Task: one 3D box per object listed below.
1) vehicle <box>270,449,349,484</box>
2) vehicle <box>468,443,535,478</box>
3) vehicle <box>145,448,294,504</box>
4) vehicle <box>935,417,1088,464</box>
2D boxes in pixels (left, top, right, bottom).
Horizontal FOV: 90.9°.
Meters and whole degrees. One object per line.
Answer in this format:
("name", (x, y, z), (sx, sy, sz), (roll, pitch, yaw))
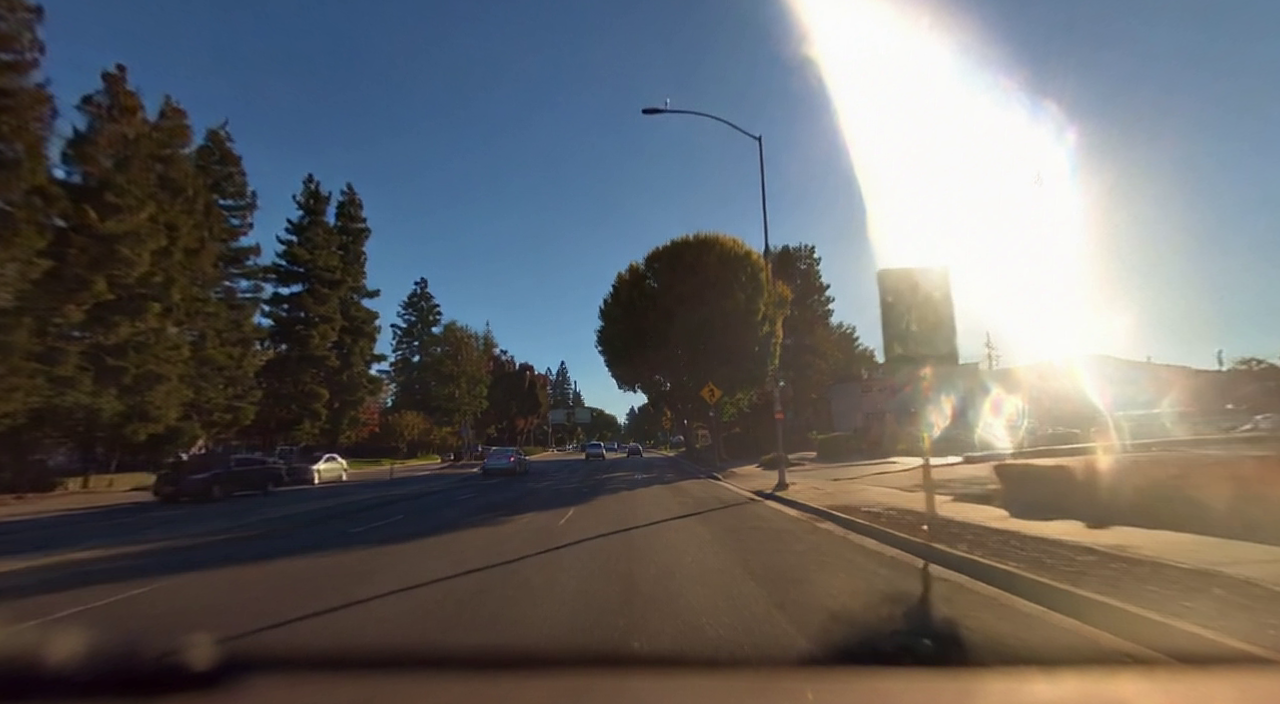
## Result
("vehicle", (-17.754, 6.144, 34.089), (1.902, 1.747, 4.380), (0, -9, 0))
("vehicle", (-6.207, 4.927, 28.858), (2.072, 1.427, 4.328), (0, -9, 0))
("vehicle", (-12.983, 3.797, 19.886), (1.937, 1.526, 4.530), (1, -9, -6))
("vehicle", (12.701, 3.110, 21.857), (4.148, 1.507, 1.840), (-3, -9, 18))
